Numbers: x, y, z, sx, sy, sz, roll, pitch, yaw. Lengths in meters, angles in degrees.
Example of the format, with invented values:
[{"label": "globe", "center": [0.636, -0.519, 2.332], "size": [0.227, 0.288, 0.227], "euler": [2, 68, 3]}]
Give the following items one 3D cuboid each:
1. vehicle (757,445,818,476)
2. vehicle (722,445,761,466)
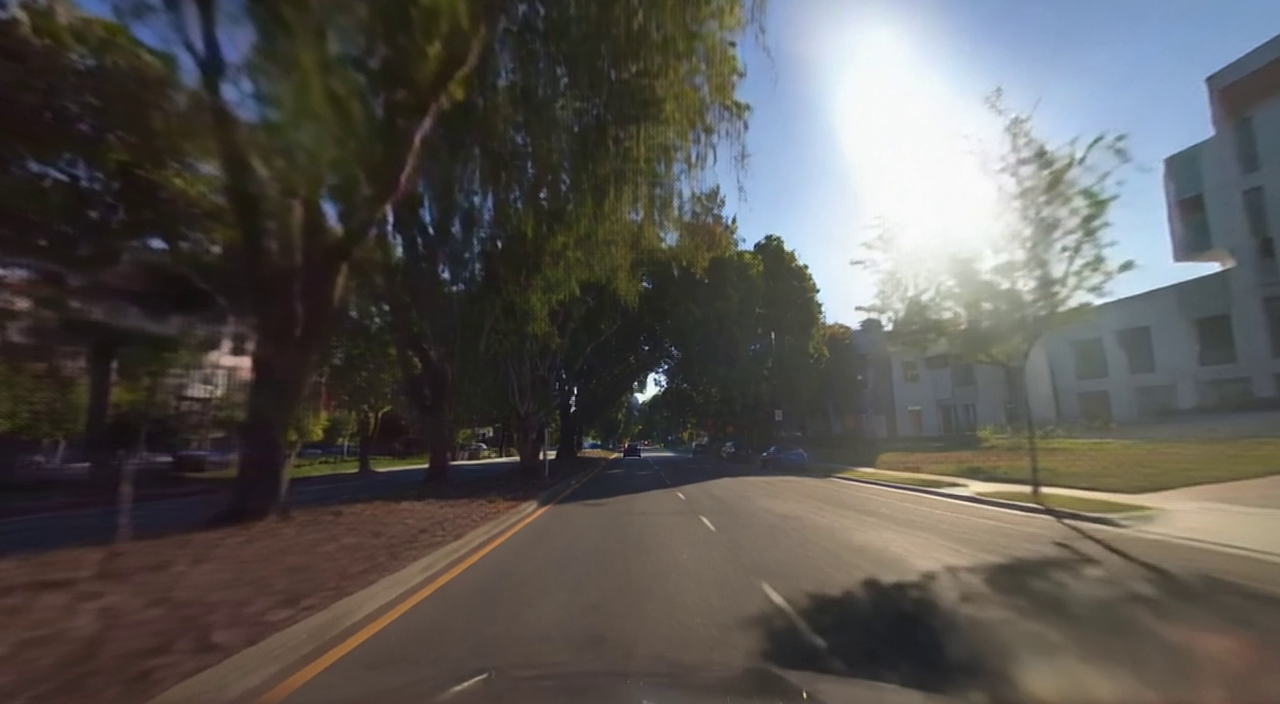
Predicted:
[{"label": "vehicle", "center": [7.468, 5.521, 32.479], "size": [1.991, 1.446, 4.685], "euler": [0, -8, -1]}, {"label": "vehicle", "center": [7.487, 7.657, 47.042], "size": [2.024, 1.447, 4.665], "euler": [0, -8, -1]}]
